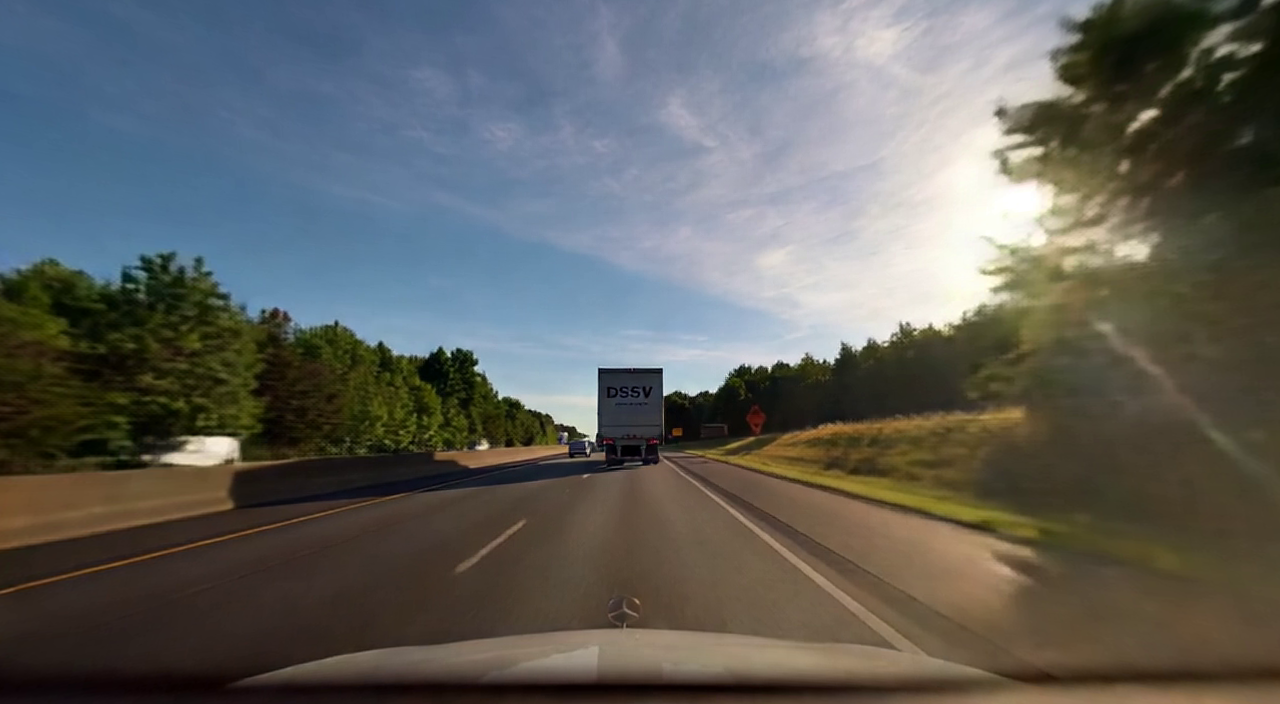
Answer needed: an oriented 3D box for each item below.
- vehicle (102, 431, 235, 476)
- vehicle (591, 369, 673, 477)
[{"bbox_3d":[-17.049,3.678,23.055,1.748,1.494,3.990,0,-8,0],"label":"vehicle"},{"bbox_3d":[-0.392,3.286,28.190,2.969,3.957,10.270,0,-8,-1],"label":"vehicle"}]
